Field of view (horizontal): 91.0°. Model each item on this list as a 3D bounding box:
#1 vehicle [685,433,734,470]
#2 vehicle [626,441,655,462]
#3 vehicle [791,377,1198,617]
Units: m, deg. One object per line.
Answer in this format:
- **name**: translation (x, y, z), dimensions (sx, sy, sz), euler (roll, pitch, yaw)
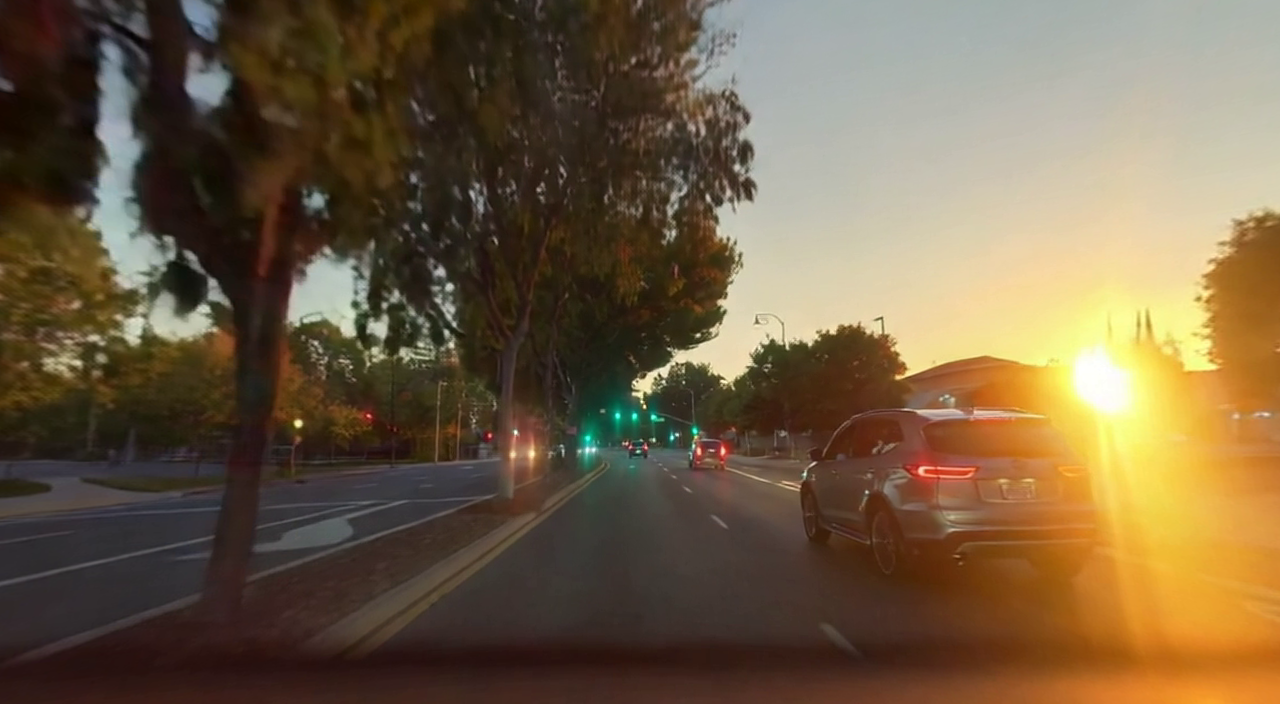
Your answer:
- **vehicle**: translation (3.661, 5.355, 34.079), dimensions (2.085, 1.828, 5.383), euler (0, -8, 1)
- **vehicle**: translation (0.047, 7.512, 47.790), dimensions (2.131, 1.474, 4.146), euler (0, -8, 0)
- **vehicle**: translation (3.288, 1.439, 7.146), dimensions (2.033, 1.865, 4.360), euler (0, -8, 0)
